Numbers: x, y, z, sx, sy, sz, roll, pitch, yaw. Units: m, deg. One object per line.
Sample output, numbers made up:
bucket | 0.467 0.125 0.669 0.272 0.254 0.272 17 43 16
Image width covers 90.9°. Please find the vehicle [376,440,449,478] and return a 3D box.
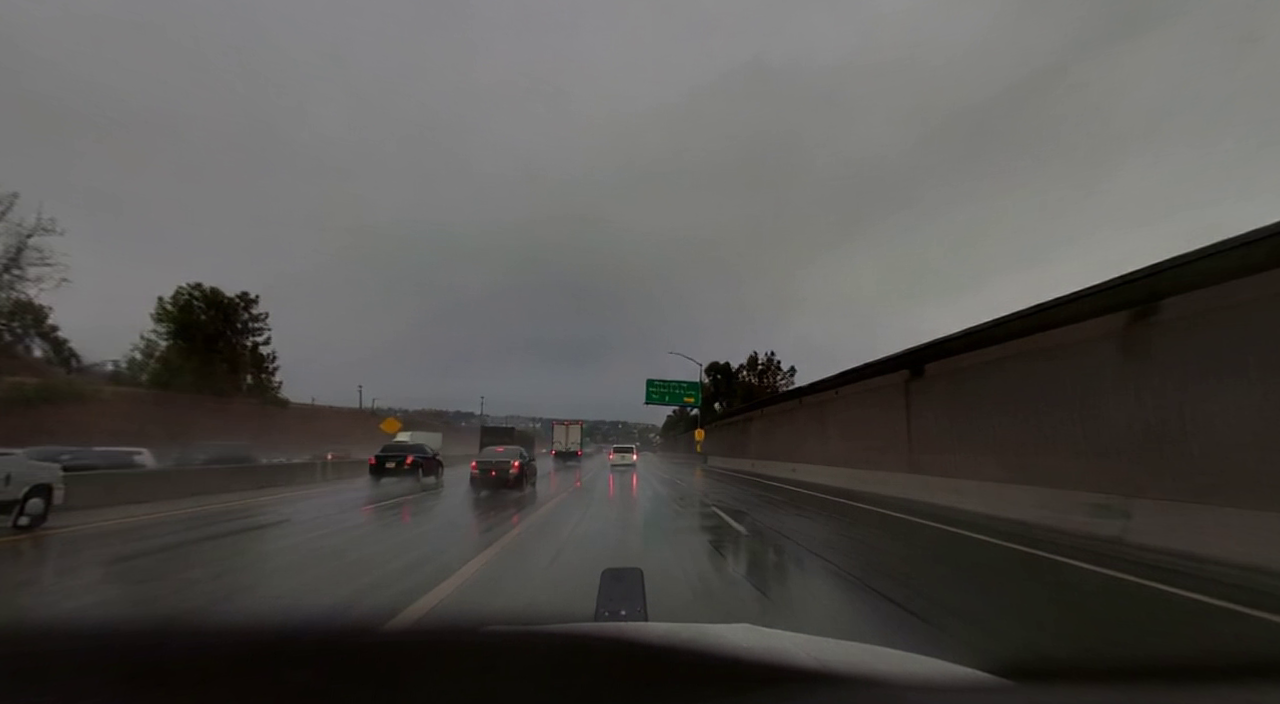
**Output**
vehicle | -11.861 5.580 33.247 2.079 1.807 5.187 0 -8 -2

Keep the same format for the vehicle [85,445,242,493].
vehicle | -16.129 3.943 21.734 1.932 1.448 4.507 0 -8 -1

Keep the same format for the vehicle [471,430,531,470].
vehicle | -8.982 6.396 41.381 2.773 2.402 6.232 0 -8 -3

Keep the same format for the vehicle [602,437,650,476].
vehicle | -0.670 4.838 29.373 2.092 1.671 3.772 0 -8 -2

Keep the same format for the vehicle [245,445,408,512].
vehicle | -7.764 3.125 16.217 1.896 1.465 4.399 0 -8 0

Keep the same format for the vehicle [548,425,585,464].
vehicle | -5.343 6.856 46.646 2.279 2.672 5.256 0 -8 -2

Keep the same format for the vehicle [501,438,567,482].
vehicle | -4.209 4.370 25.784 2.005 1.631 4.295 0 -8 -1
